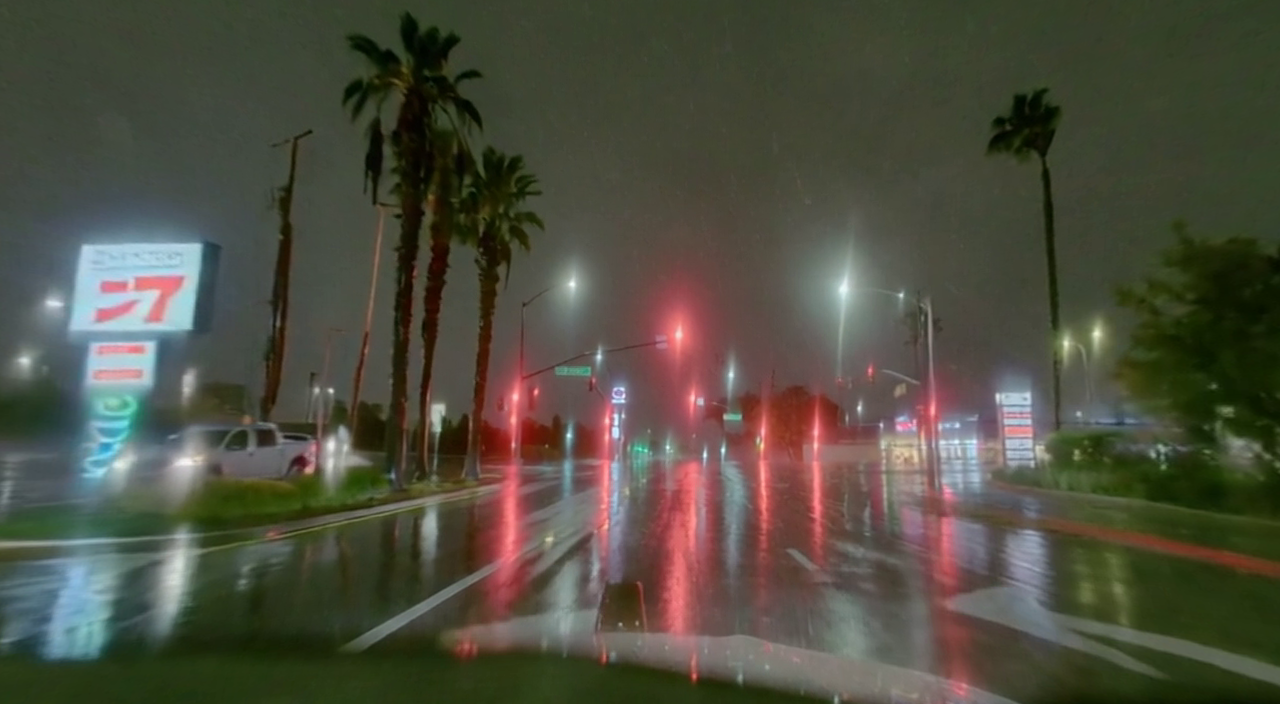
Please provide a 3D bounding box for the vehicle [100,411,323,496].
[{"bbox_3d":[-10.441,2.541,15.995,2.109,1.816,4.670,-1,-8,4],"label":"vehicle"}]
